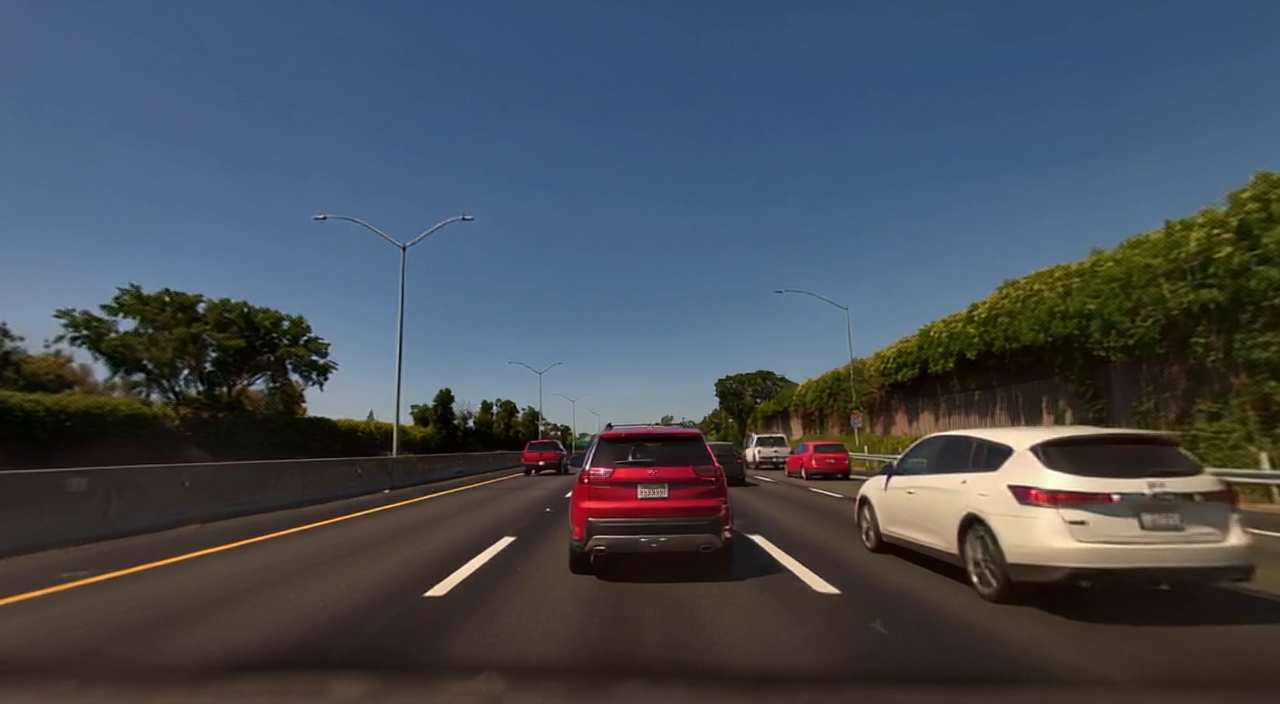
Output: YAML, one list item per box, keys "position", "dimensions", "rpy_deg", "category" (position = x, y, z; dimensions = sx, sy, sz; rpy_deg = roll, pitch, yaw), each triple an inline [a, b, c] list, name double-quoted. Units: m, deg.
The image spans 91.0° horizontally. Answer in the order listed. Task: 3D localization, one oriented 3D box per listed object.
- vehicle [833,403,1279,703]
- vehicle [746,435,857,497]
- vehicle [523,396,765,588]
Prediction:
- position: [3.439, 1.392, 5.573]
  dimensions: [2.028, 1.534, 4.691]
  rpy_deg: [0, -9, 1]
  category: "vehicle"
- position: [4.796, 3.461, 19.442]
  dimensions: [1.972, 1.647, 4.429]
  rpy_deg: [1, -9, -4]
  category: "vehicle"
- position: [-0.064, 1.598, 7.878]
  dimensions: [2.230, 1.740, 3.976]
  rpy_deg: [1, -9, -3]
  category: "vehicle"
